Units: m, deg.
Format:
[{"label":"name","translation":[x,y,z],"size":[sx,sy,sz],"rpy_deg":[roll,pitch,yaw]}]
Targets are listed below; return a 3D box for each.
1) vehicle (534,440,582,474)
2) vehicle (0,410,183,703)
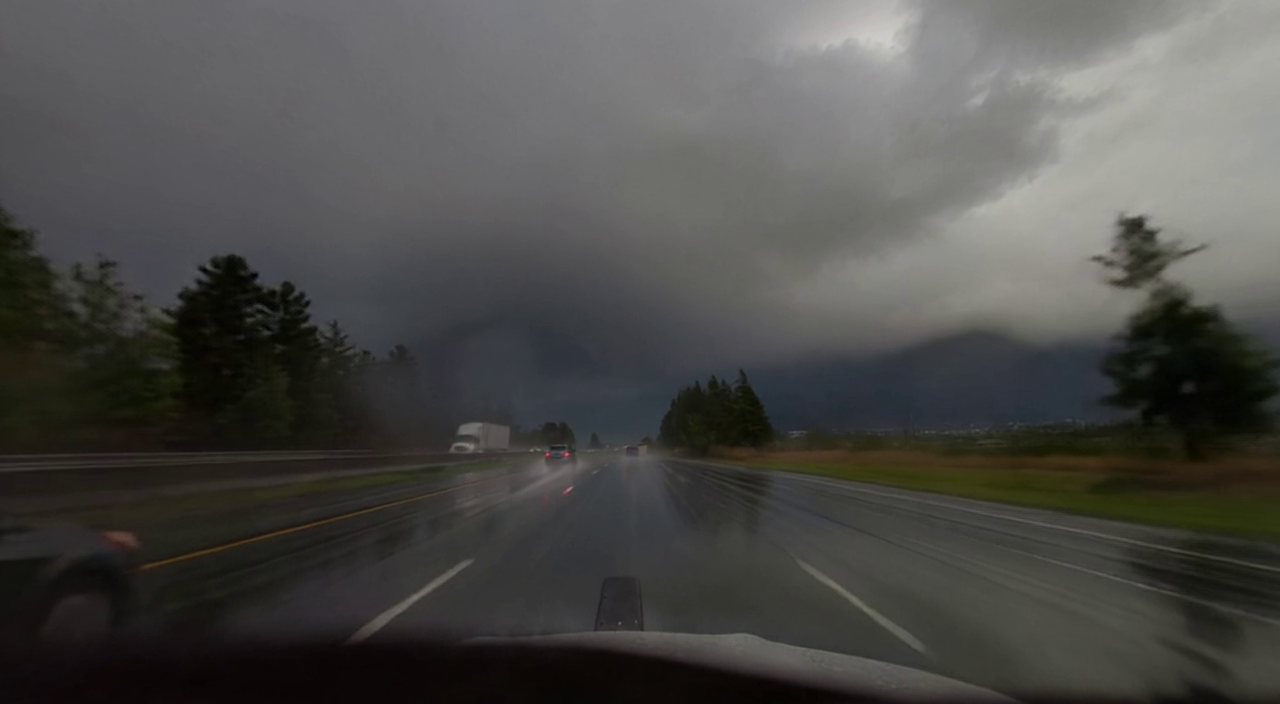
[{"label":"vehicle","translation":[-4.464,5.797,34.932],"size":[2.111,1.717,4.426],"rpy_deg":[0,-9,0]},{"label":"vehicle","translation":[-4.174,0.898,2.093],"size":[2.018,1.497,4.399],"rpy_deg":[0,-9,-1]}]
